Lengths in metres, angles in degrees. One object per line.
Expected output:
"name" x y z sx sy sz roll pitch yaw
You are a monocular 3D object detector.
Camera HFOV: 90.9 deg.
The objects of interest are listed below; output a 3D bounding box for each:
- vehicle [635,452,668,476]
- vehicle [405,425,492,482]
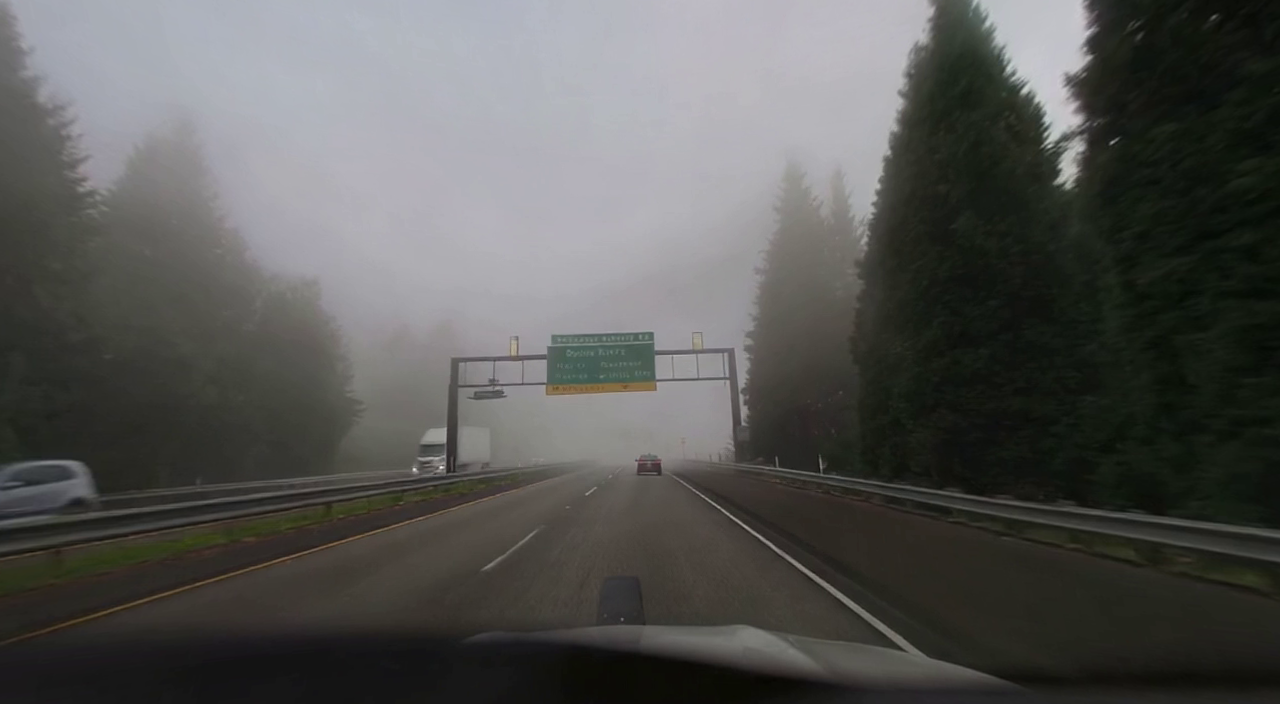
"vehicle" 0.702 7.195 40.574 2.036 1.457 3.471 0 -9 -1
"vehicle" -13.892 7.535 46.850 3.366 3.773 9.860 0 -9 0
